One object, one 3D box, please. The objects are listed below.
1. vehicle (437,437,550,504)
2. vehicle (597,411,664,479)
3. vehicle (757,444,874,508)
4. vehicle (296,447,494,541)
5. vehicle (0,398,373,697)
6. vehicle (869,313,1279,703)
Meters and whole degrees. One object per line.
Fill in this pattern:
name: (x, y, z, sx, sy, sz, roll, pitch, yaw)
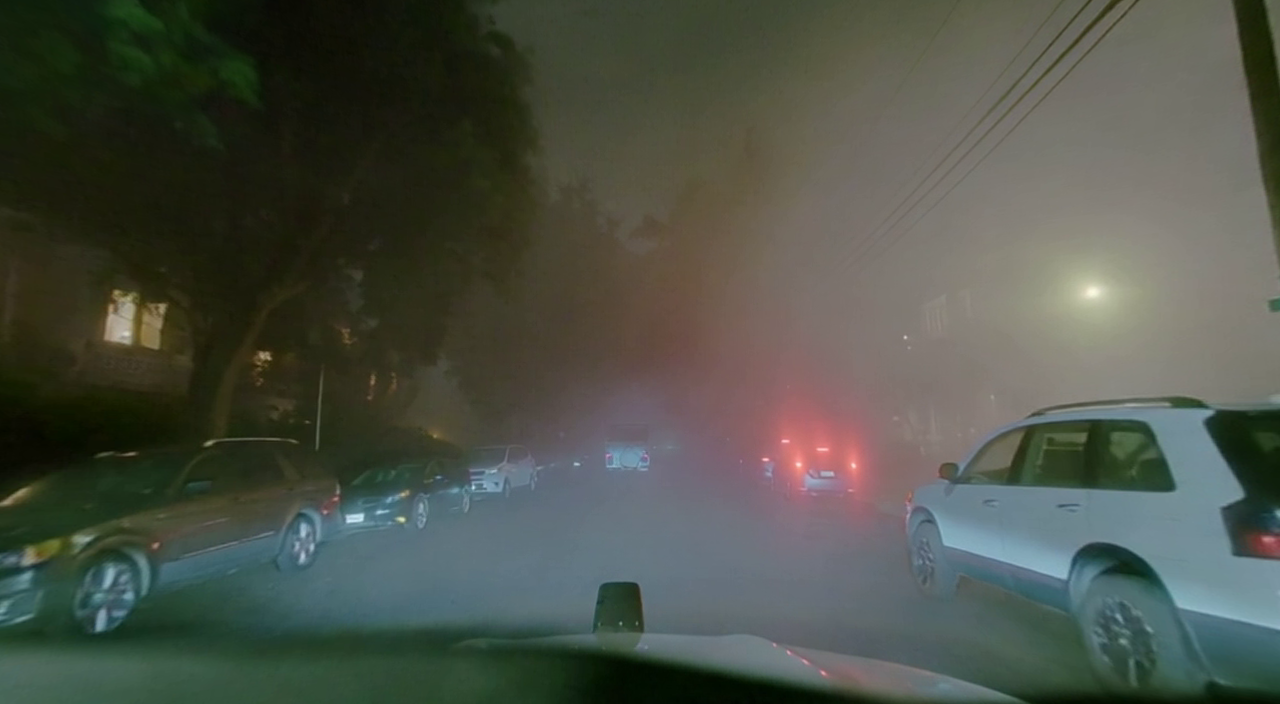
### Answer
vehicle: (-4.343, 3.576, 19.748, 2.002, 1.781, 5.380, 0, -8, 3)
vehicle: (-0.282, 4.495, 30.482, 2.716, 2.887, 6.781, -1, -8, 4)
vehicle: (4.515, 3.230, 17.002, 1.813, 1.468, 4.267, 0, -8, -2)
vehicle: (-4.540, 2.659, 12.670, 1.861, 1.474, 4.749, 0, -8, 3)
vehicle: (-4.925, 1.560, 6.431, 2.203, 1.815, 4.972, 0, -8, 0)
vehicle: (3.590, 1.119, 4.513, 2.182, 1.900, 4.779, 0, -8, 1)
